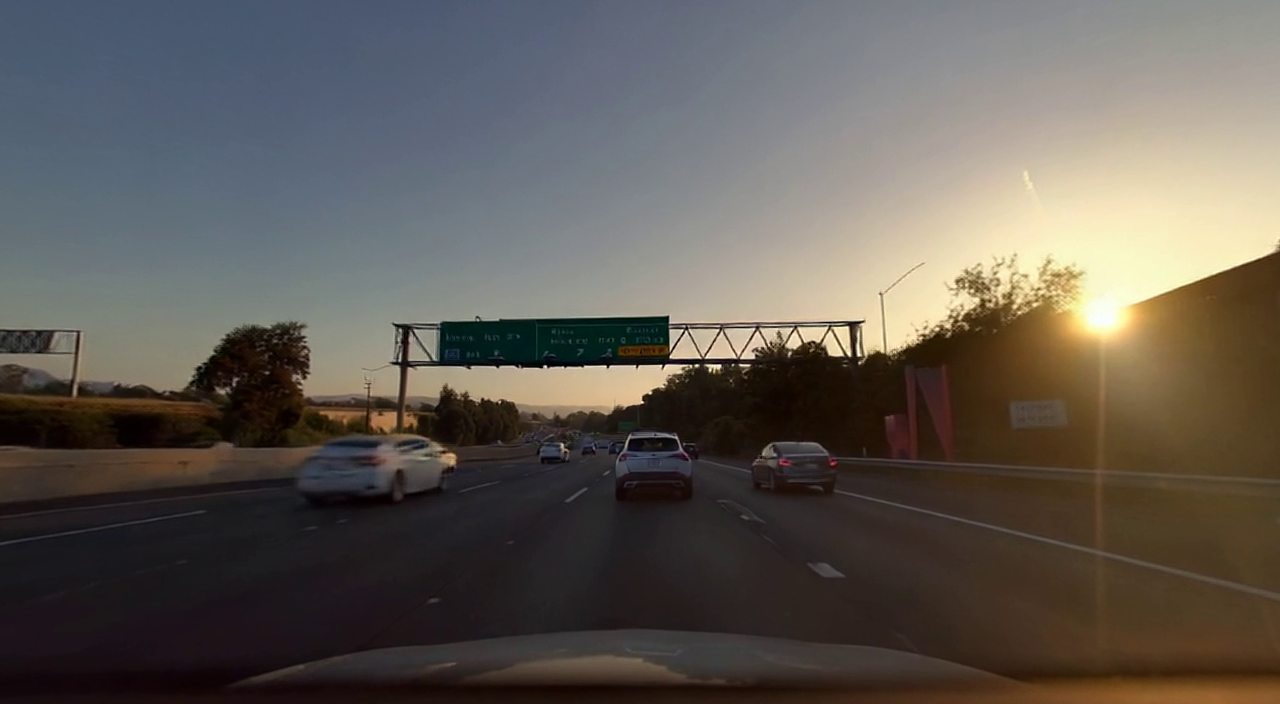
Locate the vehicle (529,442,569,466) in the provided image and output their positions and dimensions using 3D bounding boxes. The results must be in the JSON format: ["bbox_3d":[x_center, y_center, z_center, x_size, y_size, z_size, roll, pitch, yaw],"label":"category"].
[{"bbox_3d":[-6.506,7.366,45.574,2.127,1.644,4.631,0,-9,1],"label":"vehicle"}]

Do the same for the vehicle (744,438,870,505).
[{"bbox_3d":[4.181,3.078,16.680,2.002,1.499,4.710,0,-9,0],"label":"vehicle"}]

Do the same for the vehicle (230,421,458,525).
[{"bbox_3d":[-5.804,2.457,13.368,2.182,1.743,5.144,0,-9,2],"label":"vehicle"}]

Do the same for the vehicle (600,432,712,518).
[{"bbox_3d":[0.289,2.551,13.482,2.044,1.554,3.824,0,-9,0],"label":"vehicle"}]
